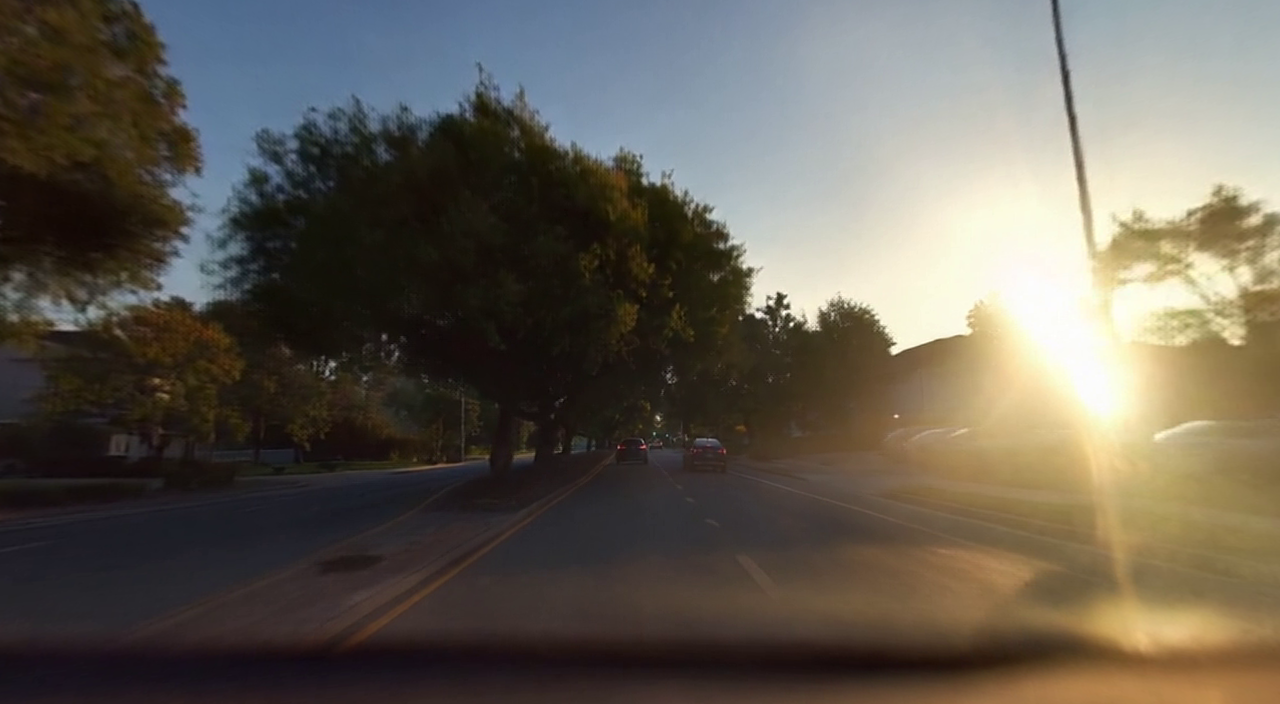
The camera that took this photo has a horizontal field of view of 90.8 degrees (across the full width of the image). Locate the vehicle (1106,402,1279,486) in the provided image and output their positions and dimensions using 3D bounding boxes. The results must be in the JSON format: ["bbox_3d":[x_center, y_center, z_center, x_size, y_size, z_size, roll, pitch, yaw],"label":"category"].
[{"bbox_3d":[11.196,1.739,11.925,1.799,1.431,3.486,8,-12,-44],"label":"vehicle"}]

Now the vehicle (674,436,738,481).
[{"bbox_3d":[2.486,4.153,24.917,2.003,1.614,4.072,0,-8,-1],"label":"vehicle"}]

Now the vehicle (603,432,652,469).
[{"bbox_3d":[-0.699,5.365,34.515,2.488,1.881,4.814,0,-8,-1],"label":"vehicle"}]

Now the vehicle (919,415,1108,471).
[{"bbox_3d":[11.330,2.798,19.394,4.557,1.509,1.971,-8,-11,42],"label":"vehicle"}]
